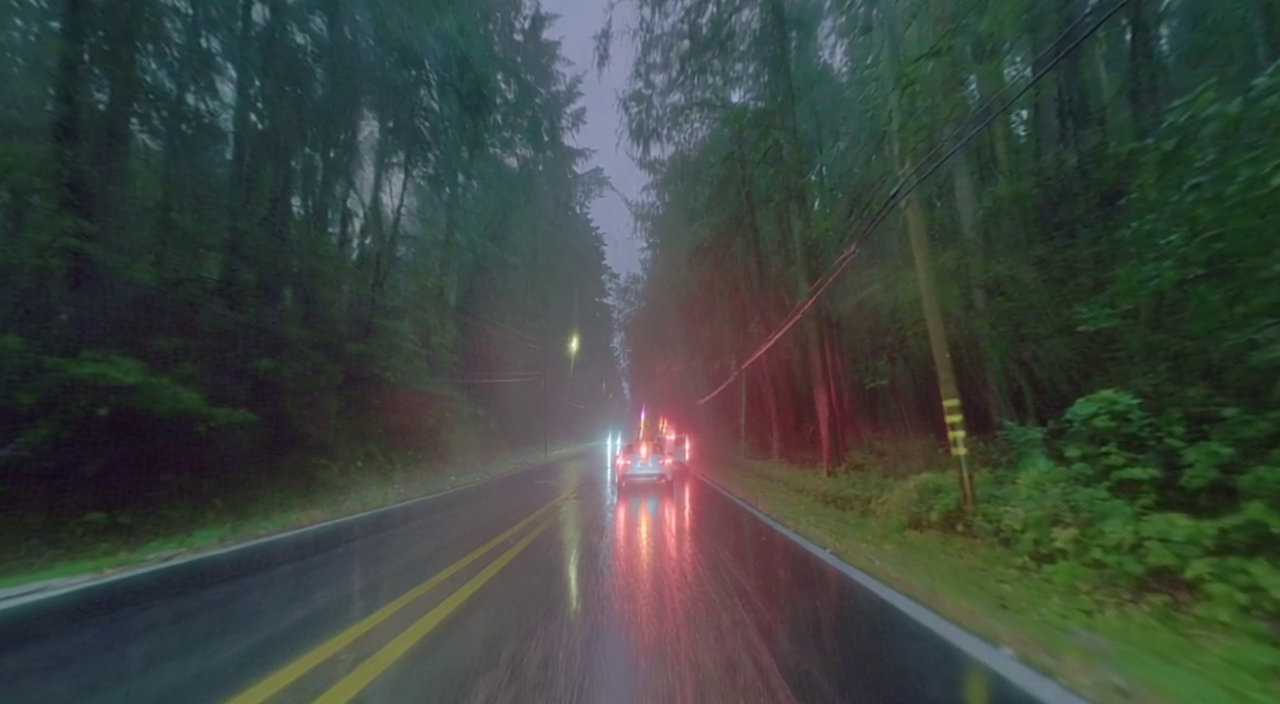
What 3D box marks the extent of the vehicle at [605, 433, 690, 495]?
[{"bbox_3d":[0.168,3.036,17.354,2.081,1.503,3.726,0,-8,-1],"label":"vehicle"}]
